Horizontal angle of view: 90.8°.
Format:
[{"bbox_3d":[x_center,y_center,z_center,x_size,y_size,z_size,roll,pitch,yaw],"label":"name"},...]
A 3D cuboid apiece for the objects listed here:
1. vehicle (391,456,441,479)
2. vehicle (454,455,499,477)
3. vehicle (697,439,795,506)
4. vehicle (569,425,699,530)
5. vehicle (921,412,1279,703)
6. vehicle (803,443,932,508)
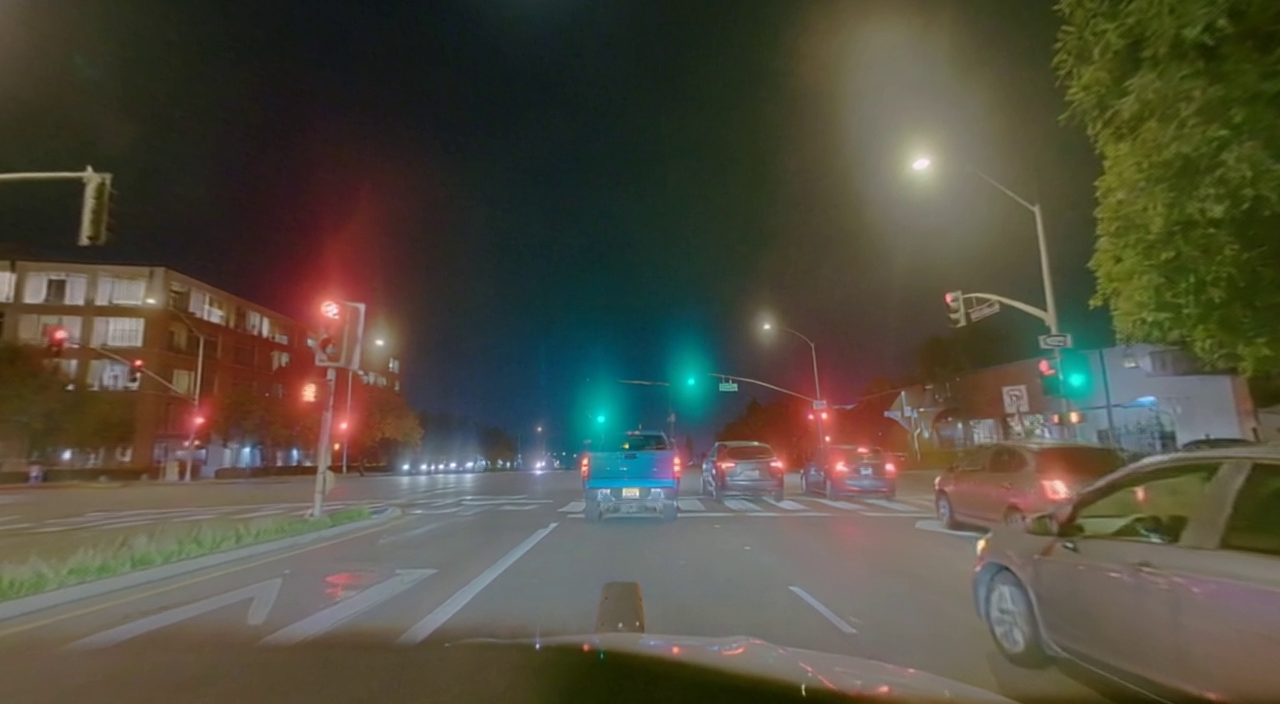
[{"bbox_3d":[-15.848,8.193,44.957,1.915,1.491,4.347,0,-8,0],"label":"vehicle"},{"bbox_3d":[-11.797,8.239,45.832,1.989,1.459,4.667,0,-8,0],"label":"vehicle"},{"bbox_3d":[3.043,3.559,19.179,2.013,1.742,4.424,0,-8,-2],"label":"vehicle"},{"bbox_3d":[-0.192,2.618,13.813,2.344,1.883,4.572,0,-8,-2],"label":"vehicle"},{"bbox_3d":[3.227,1.010,2.637,2.057,1.463,4.365,0,-8,-1],"label":"vehicle"},{"bbox_3d":[6.428,3.501,18.435,2.002,1.651,4.305,0,-8,-2],"label":"vehicle"}]
